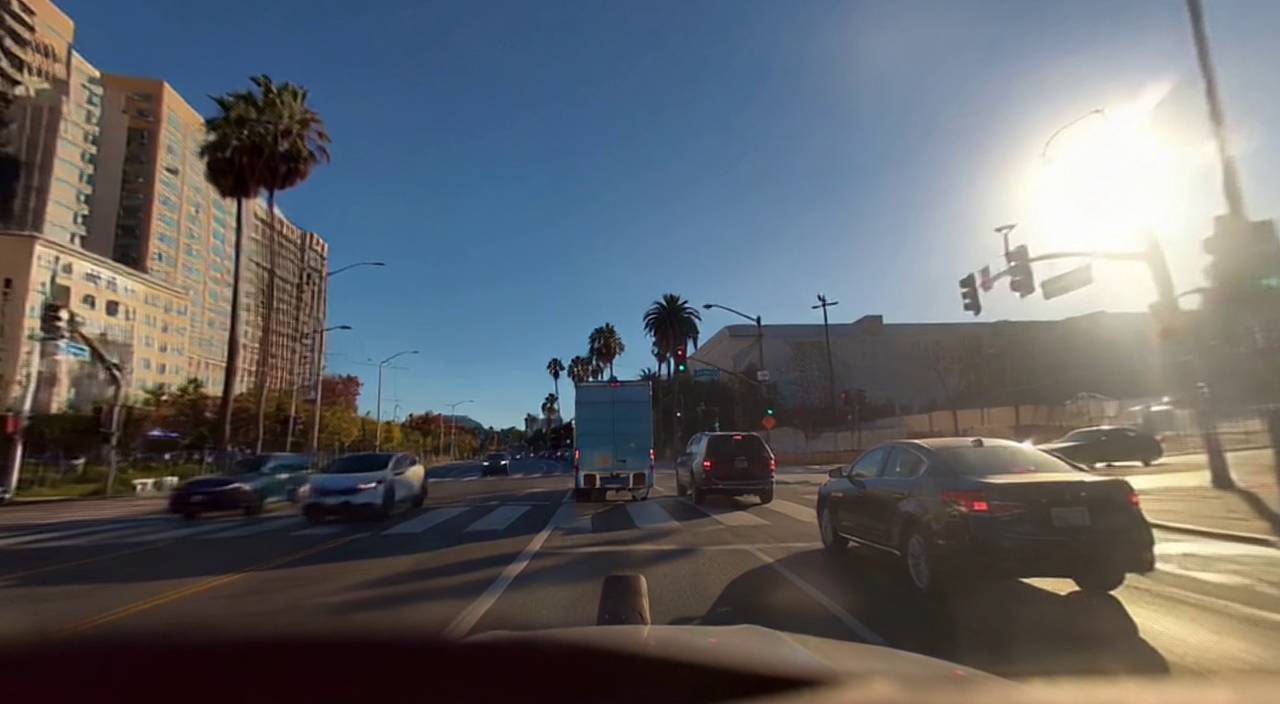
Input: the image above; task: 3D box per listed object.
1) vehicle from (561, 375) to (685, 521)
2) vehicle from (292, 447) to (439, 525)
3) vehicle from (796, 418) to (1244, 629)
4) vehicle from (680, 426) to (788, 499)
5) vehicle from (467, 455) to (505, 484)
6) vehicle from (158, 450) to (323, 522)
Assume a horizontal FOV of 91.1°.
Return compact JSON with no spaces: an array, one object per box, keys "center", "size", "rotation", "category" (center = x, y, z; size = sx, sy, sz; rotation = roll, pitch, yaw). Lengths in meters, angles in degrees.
[{"center":[-0.650,2.396,15.944],"size":[2.517,2.926,6.177],"rotation":[0,-9,-6],"category":"vehicle"},{"center":[-6.221,3.030,14.802],"size":[1.878,1.540,3.939],"rotation":[0,-9,-4],"category":"vehicle"},{"center":[3.377,1.604,6.977],"size":[1.978,1.507,4.636],"rotation":[0,-9,-1],"category":"vehicle"},{"center":[2.721,3.411,19.808],"size":[2.157,1.944,5.423],"rotation":[0,-9,-5],"category":"vehicle"},{"center":[-9.199,7.004,37.765],"size":[1.810,1.546,3.981],"rotation":[1,-9,-8],"category":"vehicle"},{"center":[-10.603,3.536,17.136],"size":[1.959,1.636,4.159],"rotation":[0,-9,-4],"category":"vehicle"}]
